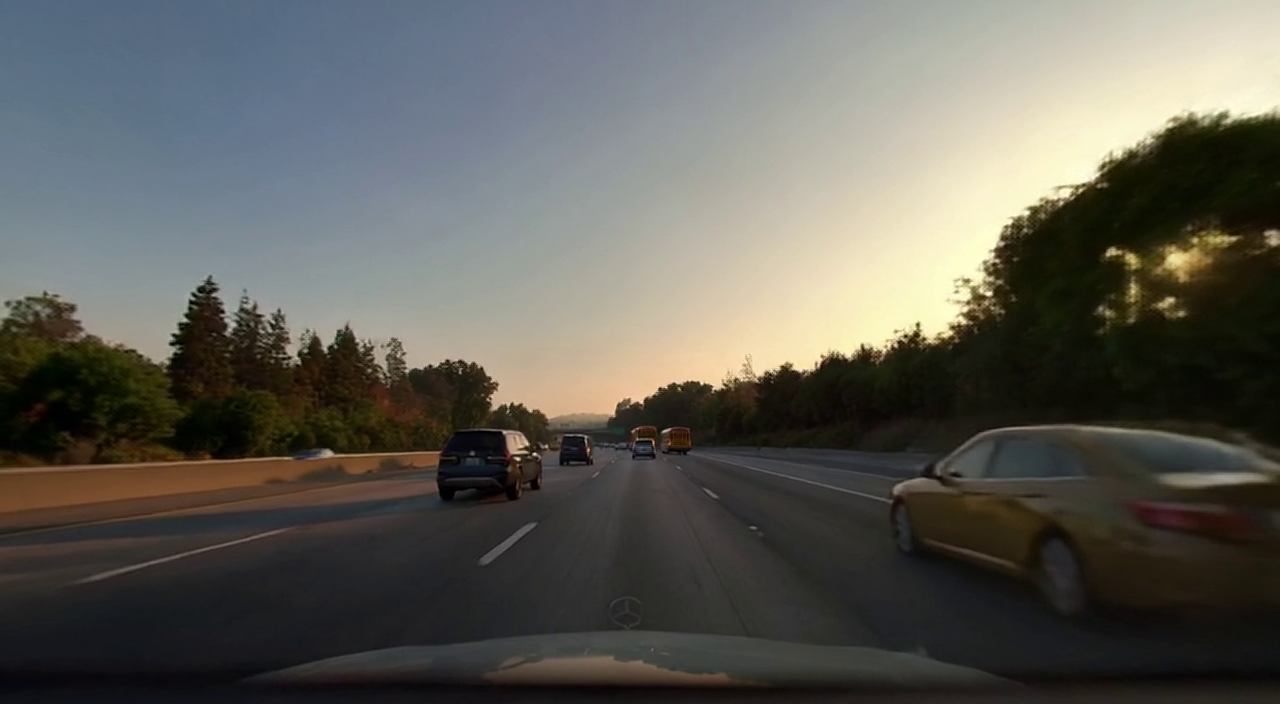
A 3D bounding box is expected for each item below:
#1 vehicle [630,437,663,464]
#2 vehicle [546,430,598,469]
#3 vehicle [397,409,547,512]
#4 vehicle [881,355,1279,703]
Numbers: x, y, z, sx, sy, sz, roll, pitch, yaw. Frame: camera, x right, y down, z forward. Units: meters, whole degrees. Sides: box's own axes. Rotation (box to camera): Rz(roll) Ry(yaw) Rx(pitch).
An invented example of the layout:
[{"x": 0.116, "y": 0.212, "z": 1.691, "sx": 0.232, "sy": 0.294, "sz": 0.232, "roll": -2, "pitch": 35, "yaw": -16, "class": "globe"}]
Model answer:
[{"x": 0.378, "y": 6.323, "z": 40.726, "sx": 2.042, "sy": 1.632, "sz": 3.654, "roll": 0, "pitch": -8, "yaw": 0, "class": "vehicle"}, {"x": -3.370, "y": 4.959, "z": 32.186, "sx": 2.155, "sy": 1.843, "sz": 4.567, "roll": 0, "pitch": -8, "yaw": 0, "class": "vehicle"}, {"x": -3.476, "y": 2.359, "z": 14.057, "sx": 2.016, "sy": 1.898, "sz": 4.458, "roll": 0, "pitch": -8, "yaw": 1, "class": "vehicle"}, {"x": 3.834, "y": 1.168, "z": 4.920, "sx": 2.050, "sy": 1.661, "sz": 4.636, "roll": 0, "pitch": -8, "yaw": 0, "class": "vehicle"}]
